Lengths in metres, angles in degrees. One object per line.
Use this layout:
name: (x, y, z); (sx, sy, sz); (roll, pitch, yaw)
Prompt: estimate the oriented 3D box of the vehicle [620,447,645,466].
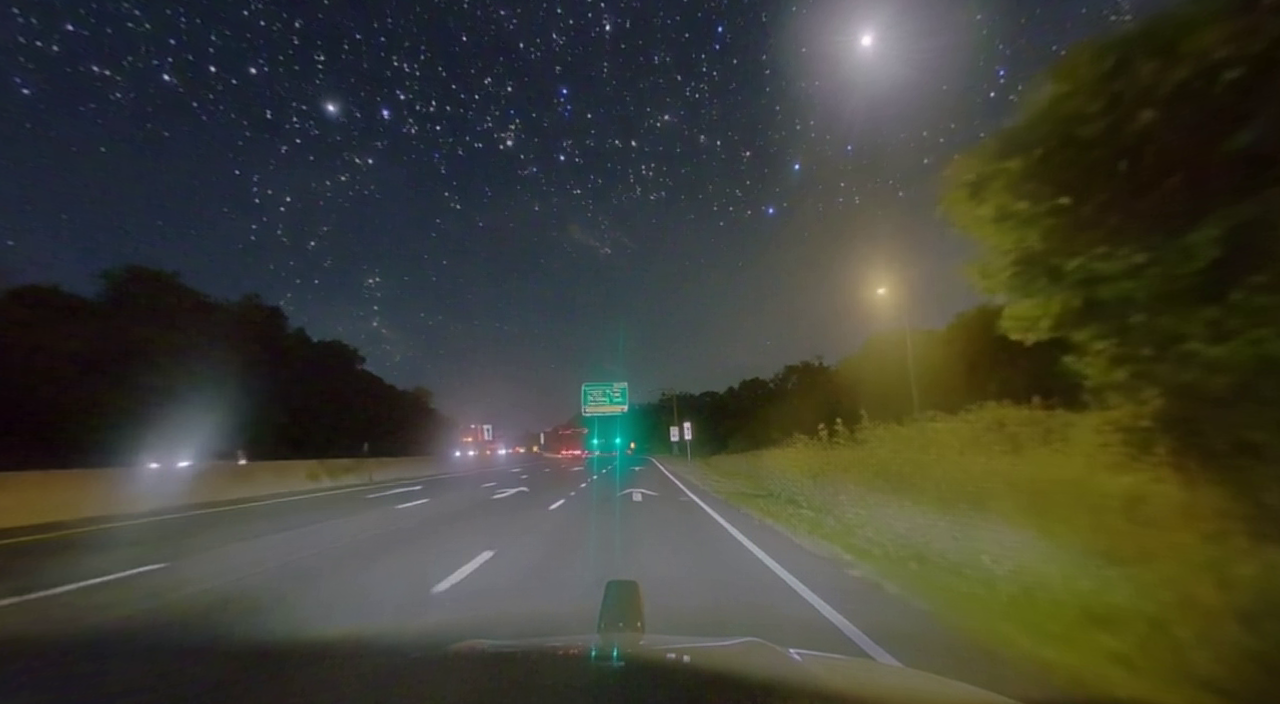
vehicle: (-0.591, 8.044, 48.564); (1.807, 1.427, 3.645); (0, -9, -1)
